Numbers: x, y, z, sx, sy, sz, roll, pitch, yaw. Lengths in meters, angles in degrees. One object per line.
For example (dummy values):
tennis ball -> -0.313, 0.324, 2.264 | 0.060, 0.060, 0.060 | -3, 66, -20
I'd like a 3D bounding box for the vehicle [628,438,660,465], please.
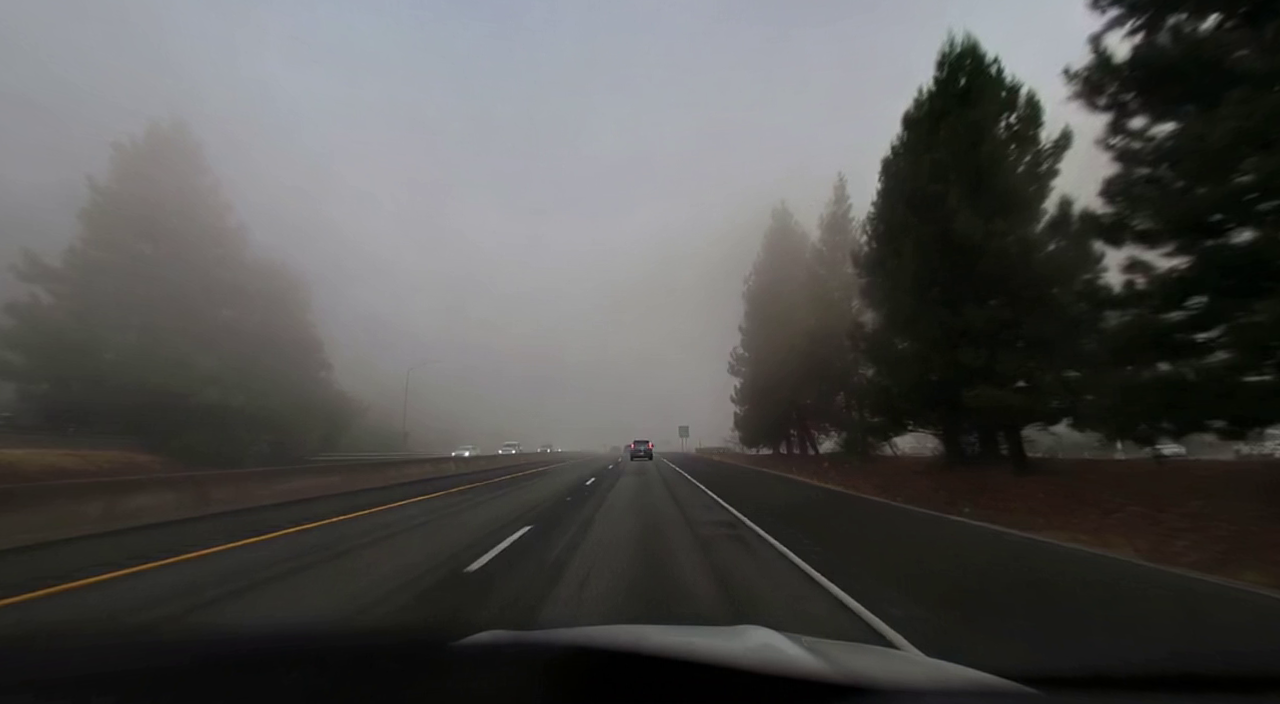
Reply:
vehicle -> 0.234, 6.511, 41.118 | 2.029, 1.666, 4.064 | 0, -8, 0
